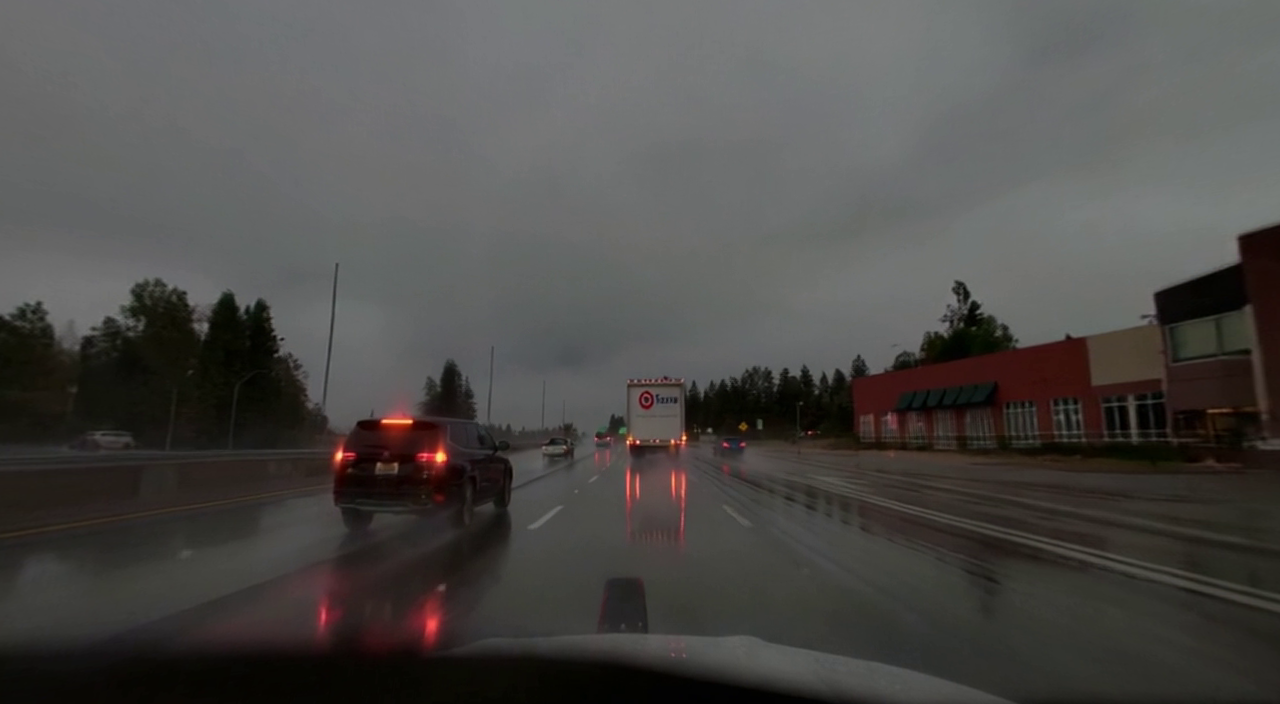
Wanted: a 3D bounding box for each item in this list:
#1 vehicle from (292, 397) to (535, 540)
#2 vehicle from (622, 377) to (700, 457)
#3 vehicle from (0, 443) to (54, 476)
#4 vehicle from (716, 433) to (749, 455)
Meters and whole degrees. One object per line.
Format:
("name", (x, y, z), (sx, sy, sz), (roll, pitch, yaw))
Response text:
("vehicle", (-3.337, 1.863, 10.601), (2.178, 1.826, 4.933), (0, -8, 1))
("vehicle", (1.730, 4.137, 39.797), (3.657, 4.173, 13.731), (-1, -6, 7))
("vehicle", (-34.817, 6.038, 35.487), (2.261, 1.730, 4.674), (7, -11, -42))
("vehicle", (7.297, 7.333, 49.891), (1.958, 1.681, 4.109), (0, -8, -1))
